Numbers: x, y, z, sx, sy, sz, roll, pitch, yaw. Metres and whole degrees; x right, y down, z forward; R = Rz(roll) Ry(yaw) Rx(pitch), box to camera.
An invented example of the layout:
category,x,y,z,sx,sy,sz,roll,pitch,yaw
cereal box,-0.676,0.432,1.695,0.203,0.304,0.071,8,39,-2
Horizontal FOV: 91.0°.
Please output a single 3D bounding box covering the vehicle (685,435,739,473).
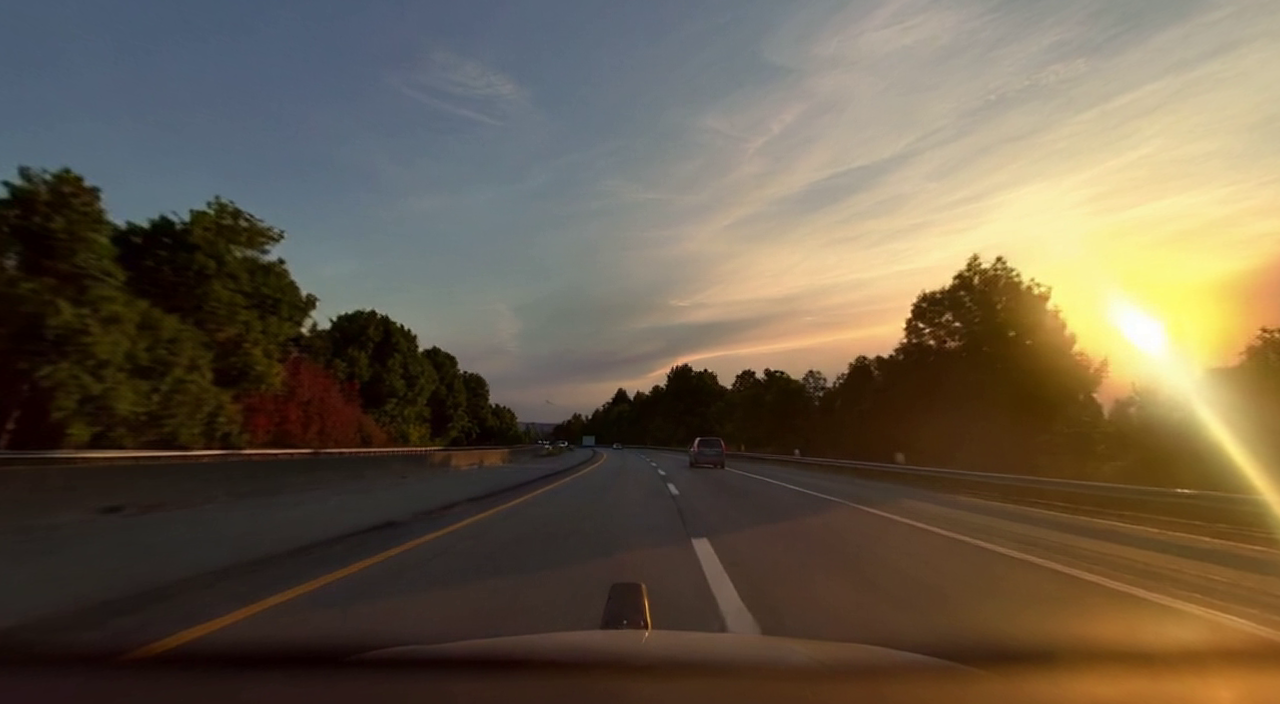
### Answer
category,x,y,z,sx,sy,sz,roll,pitch,yaw
vehicle,3.484,5.020,31.202,2.079,1.729,4.380,0,-8,-1
